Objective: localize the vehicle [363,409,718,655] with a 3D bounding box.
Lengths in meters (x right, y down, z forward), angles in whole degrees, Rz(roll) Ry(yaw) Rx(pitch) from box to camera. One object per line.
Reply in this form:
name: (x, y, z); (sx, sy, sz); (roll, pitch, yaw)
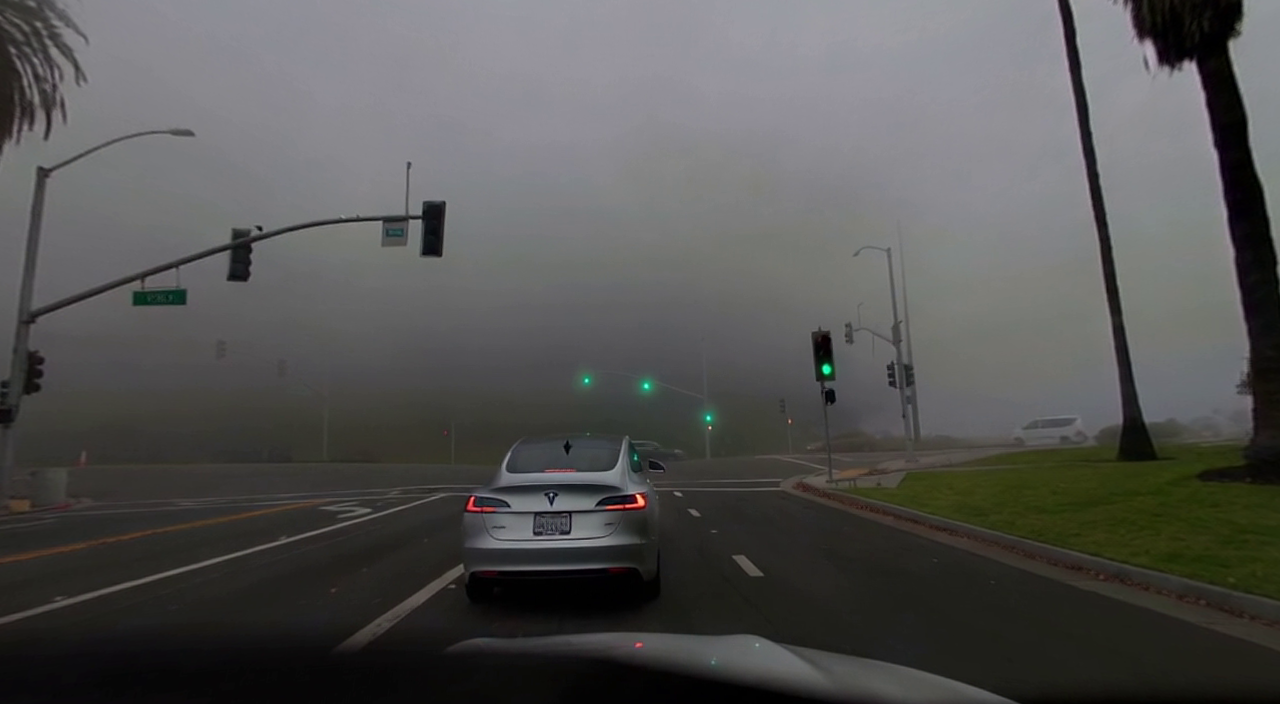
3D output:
vehicle: (-0.625, 1.412, 6.039); (2.152, 1.478, 4.229); (0, -8, -1)
